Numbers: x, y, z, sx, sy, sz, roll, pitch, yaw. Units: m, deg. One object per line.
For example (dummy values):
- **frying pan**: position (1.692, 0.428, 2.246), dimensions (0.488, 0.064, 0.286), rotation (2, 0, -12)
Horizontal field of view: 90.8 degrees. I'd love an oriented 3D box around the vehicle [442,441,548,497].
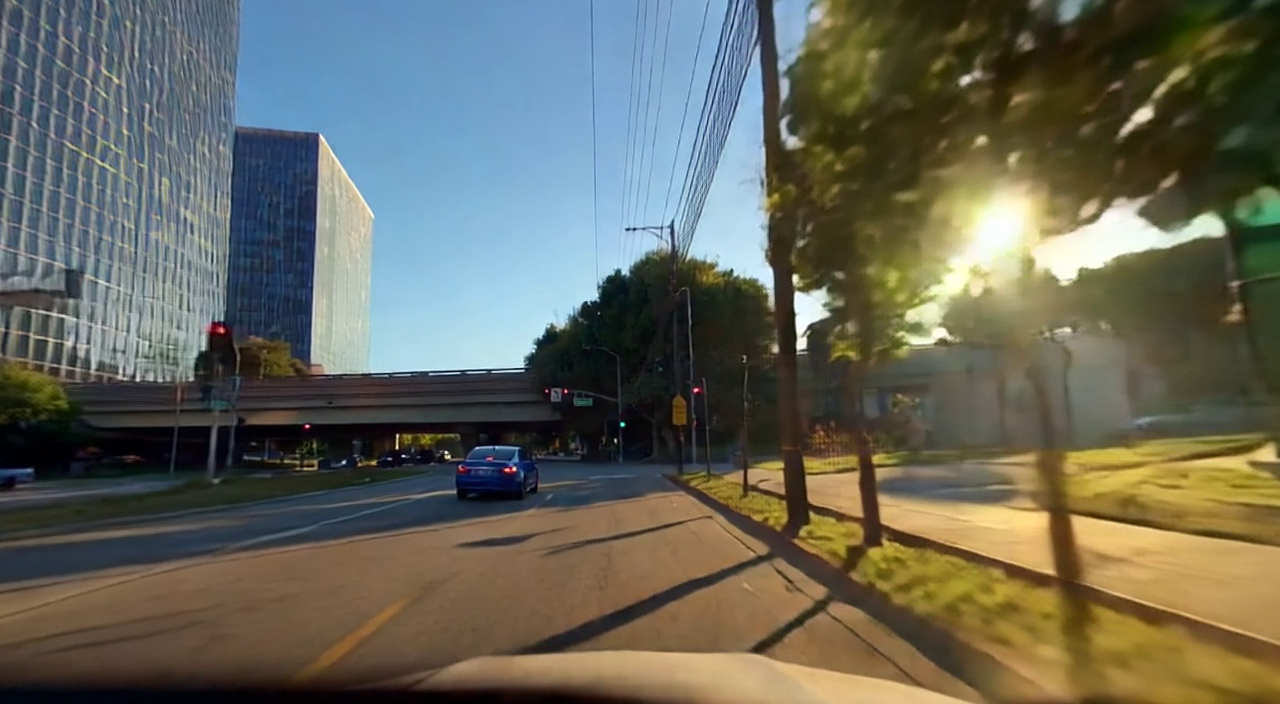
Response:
- **vehicle**: position (-4.129, 3.429, 18.867), dimensions (2.154, 1.465, 4.532), rotation (0, -9, -1)
